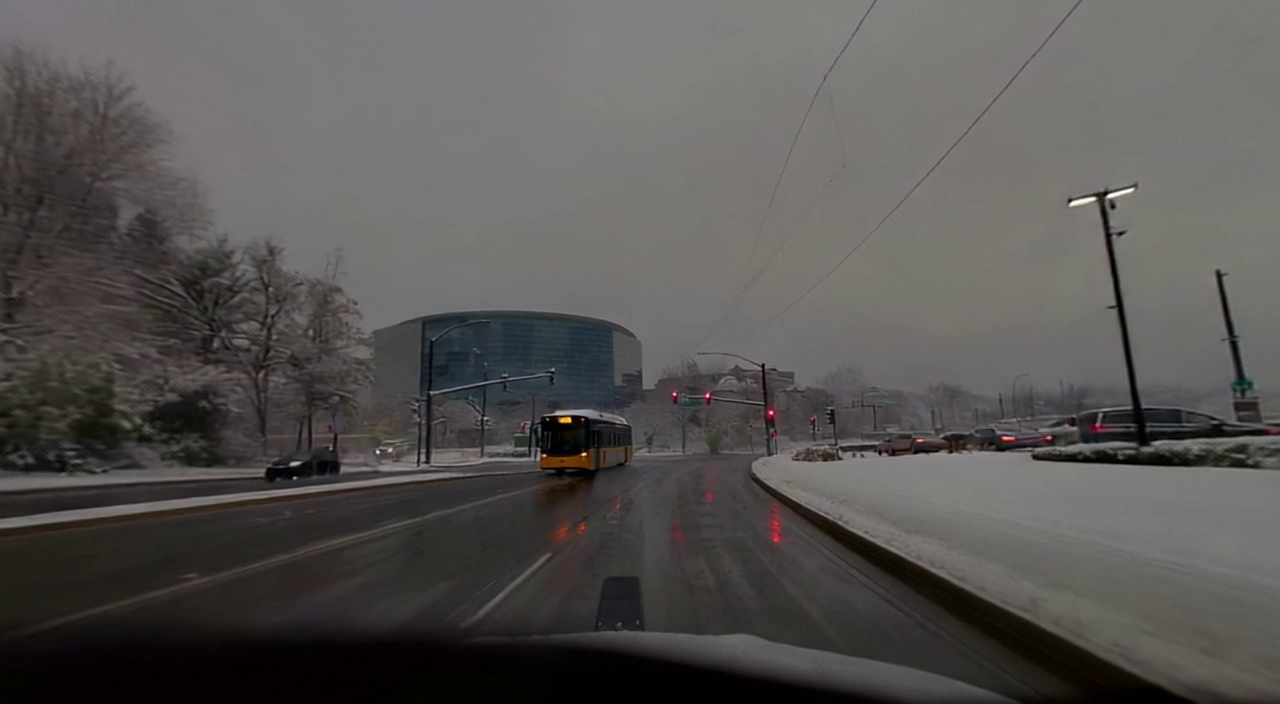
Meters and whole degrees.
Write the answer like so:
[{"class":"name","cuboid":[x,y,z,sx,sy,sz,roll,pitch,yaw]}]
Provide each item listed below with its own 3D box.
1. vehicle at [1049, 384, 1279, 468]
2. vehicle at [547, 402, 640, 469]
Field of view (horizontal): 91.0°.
[{"class":"vehicle","cuboid":[14.003,1.990,16.621,4.647,1.951,2.304,-2,-9,5]},{"class":"vehicle","cuboid":[-2.596,5.814,42.747,3.148,3.729,14.894,-1,-9,8]}]
